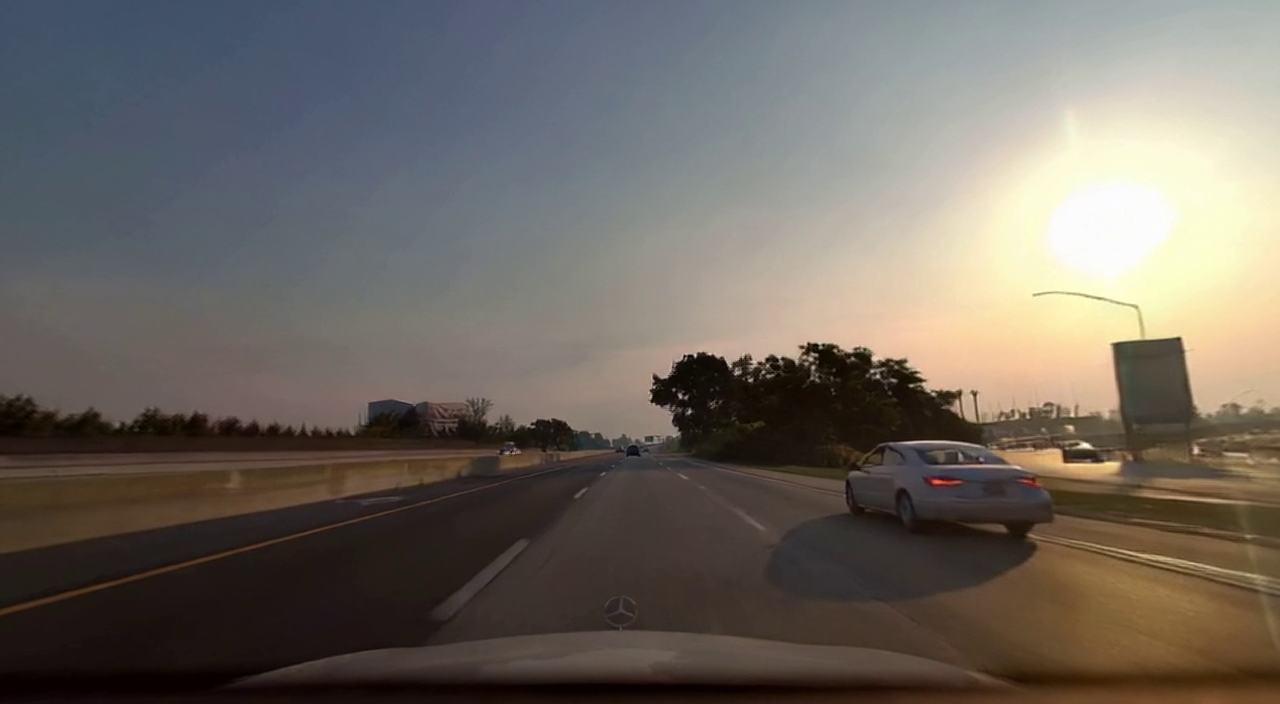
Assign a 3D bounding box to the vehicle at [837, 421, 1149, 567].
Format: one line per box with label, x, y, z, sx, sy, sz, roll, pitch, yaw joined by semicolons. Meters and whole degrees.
vehicle;4.467;1.853;8.852;1.984;1.540;3.973;0;-9;-1
